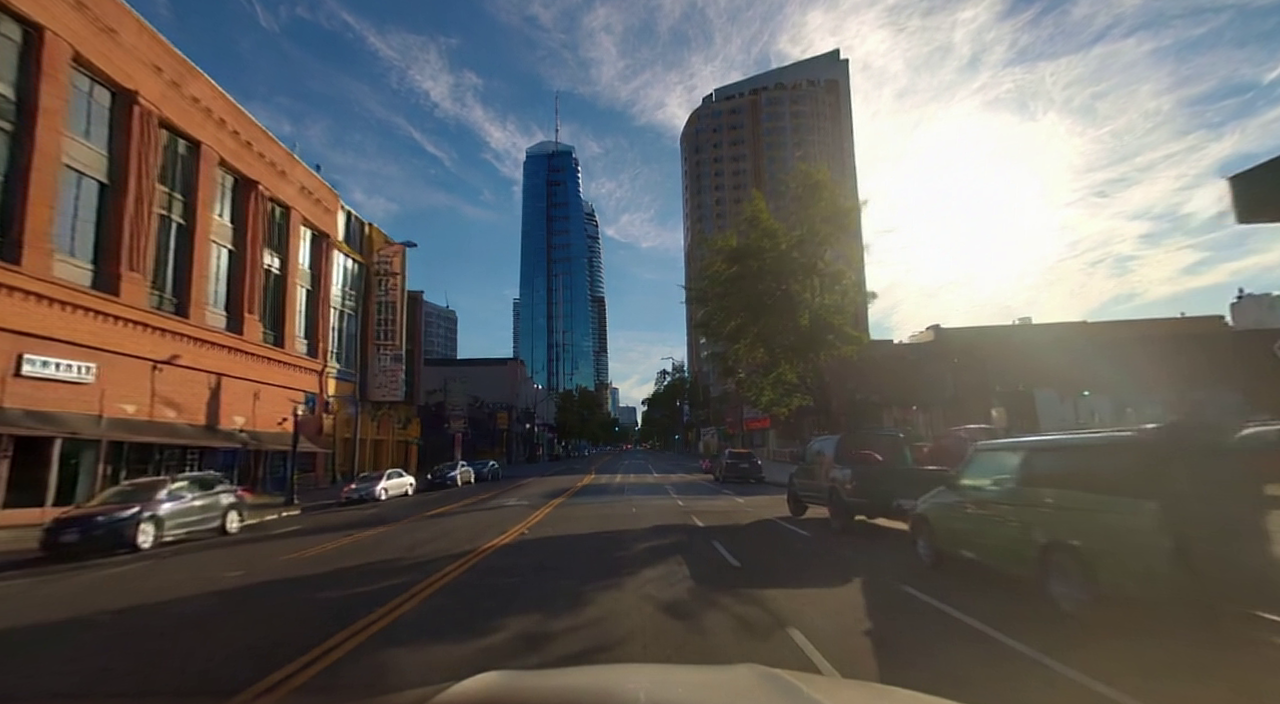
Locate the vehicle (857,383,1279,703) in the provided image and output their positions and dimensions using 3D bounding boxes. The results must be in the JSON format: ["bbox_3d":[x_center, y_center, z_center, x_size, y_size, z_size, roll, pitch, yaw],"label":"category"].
[{"bbox_3d":[3.854,1.421,5.800,2.118,1.779,5.121,-1,-9,3],"label":"vehicle"}]

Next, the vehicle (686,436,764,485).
[{"bbox_3d":[3.598,4.738,27.975,2.492,1.909,5.830,0,-8,-1],"label":"vehicle"}]

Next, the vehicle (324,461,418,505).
[{"bbox_3d":[-10.863,5.295,25.916,1.861,1.473,4.633,0,-8,-1],"label":"vehicle"}]

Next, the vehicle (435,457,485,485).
[{"bbox_3d":[-10.797,7.159,38.174,1.748,1.478,4.413,0,-8,0],"label":"vehicle"}]

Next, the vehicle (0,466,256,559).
[{"bbox_3d":[-10.882,3.381,13.990,2.018,1.553,4.407,0,-8,-1],"label":"vehicle"}]

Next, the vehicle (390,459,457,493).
[{"bbox_3d":[-10.816,6.218,31.914,1.803,1.489,4.404,-1,-8,1],"label":"vehicle"}]
